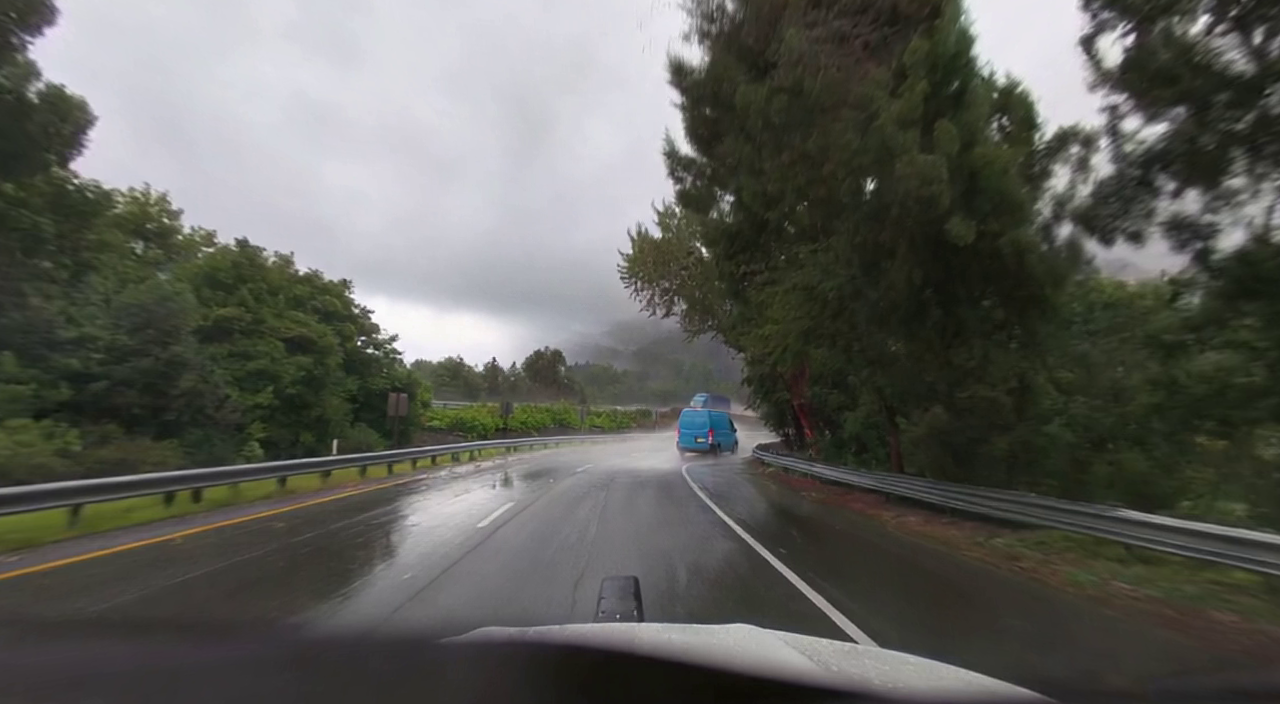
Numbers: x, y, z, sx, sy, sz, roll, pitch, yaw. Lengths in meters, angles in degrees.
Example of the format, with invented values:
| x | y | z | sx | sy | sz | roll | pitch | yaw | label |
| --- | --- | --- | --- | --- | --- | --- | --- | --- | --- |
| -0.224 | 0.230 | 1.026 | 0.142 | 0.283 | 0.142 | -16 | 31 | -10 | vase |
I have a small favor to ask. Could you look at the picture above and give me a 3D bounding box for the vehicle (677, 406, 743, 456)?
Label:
| x | y | z | sx | sy | sz | roll | pitch | yaw | label |
| --- | --- | --- | --- | --- | --- | --- | --- | --- | --- |
| 4.082 | 4.501 | 35.882 | 2.352 | 2.577 | 5.330 | -3 | -8 | 22 | vehicle |
